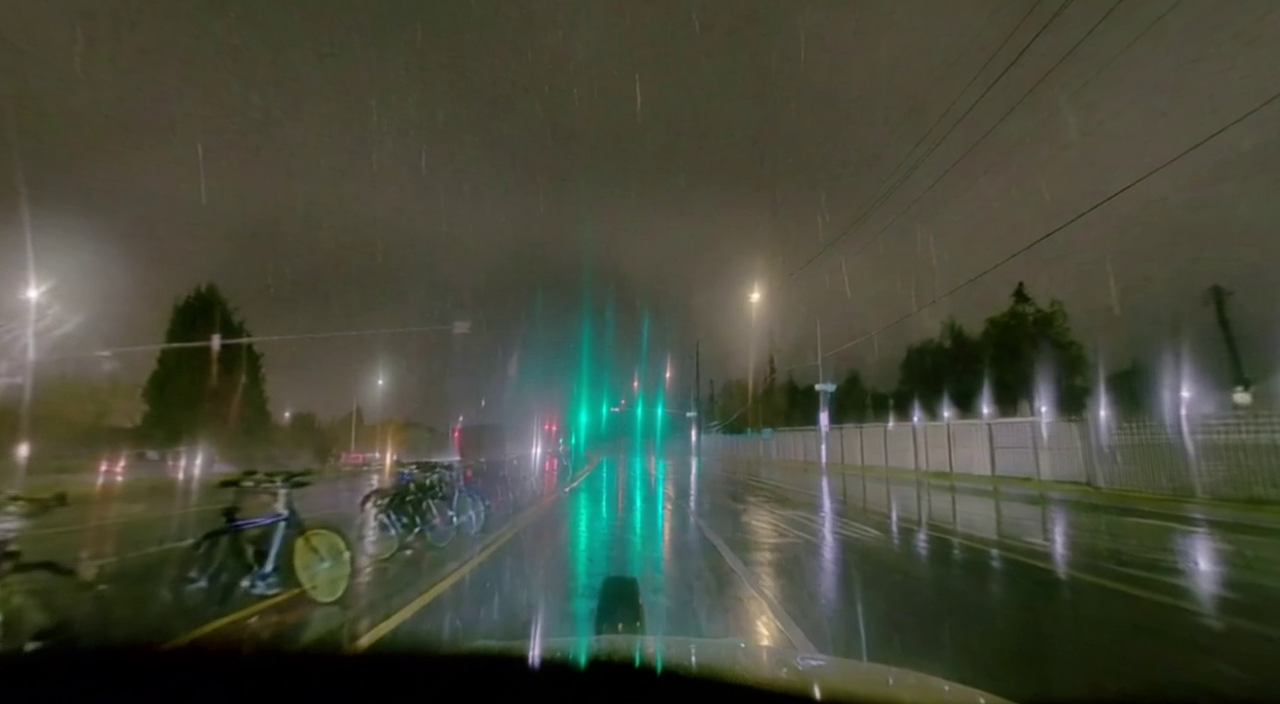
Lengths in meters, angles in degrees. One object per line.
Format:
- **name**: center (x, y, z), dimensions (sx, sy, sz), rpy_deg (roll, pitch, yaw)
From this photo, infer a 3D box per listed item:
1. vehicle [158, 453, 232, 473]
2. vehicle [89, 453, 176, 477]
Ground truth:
- **vehicle**: center (-33.598, 8.373, 47.751), dimensions (4.205, 1.440, 1.823), rpy_deg (-1, -9, 2)
- **vehicle**: center (-33.017, 7.326, 41.195), dimensions (4.108, 1.480, 1.800), rpy_deg (0, -9, 1)
